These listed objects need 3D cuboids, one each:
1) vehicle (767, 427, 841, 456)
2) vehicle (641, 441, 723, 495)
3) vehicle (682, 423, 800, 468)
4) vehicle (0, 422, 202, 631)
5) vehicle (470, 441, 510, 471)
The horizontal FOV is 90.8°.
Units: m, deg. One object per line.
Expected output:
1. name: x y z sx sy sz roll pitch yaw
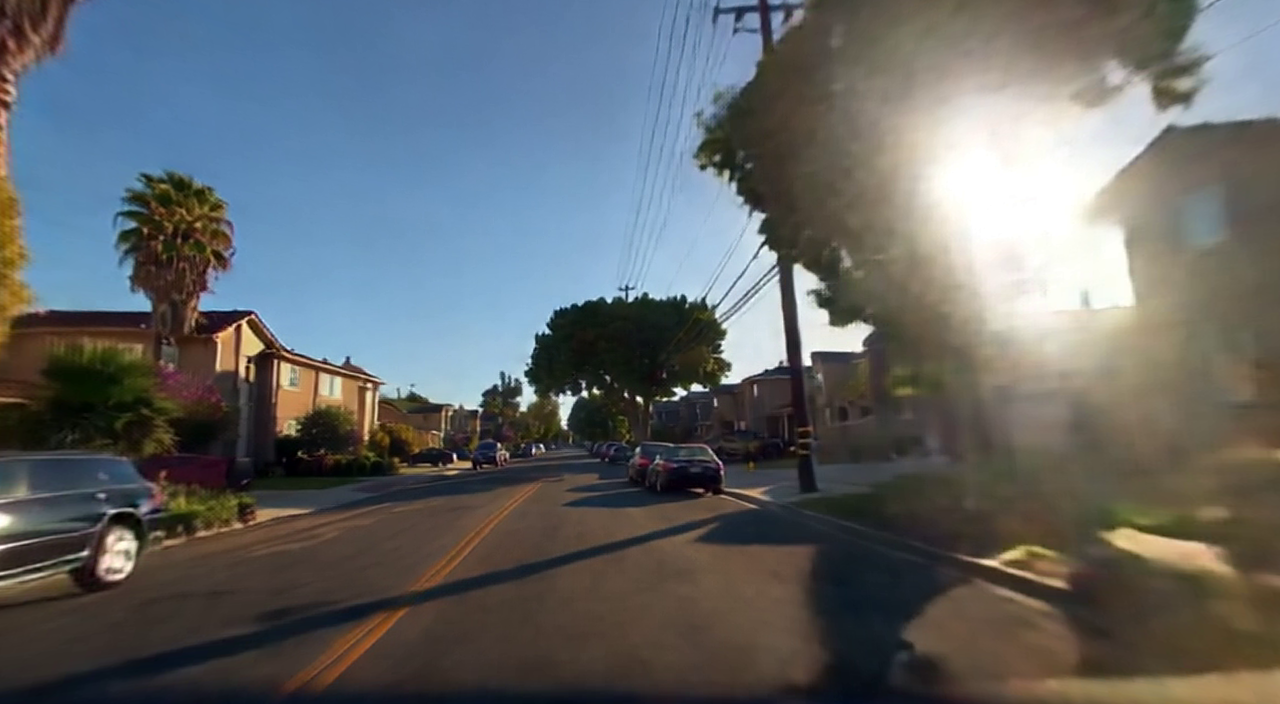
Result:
1. vehicle: 10.904 5.980 42.179 4.219 1.693 2.324 4 -8 -5
2. vehicle: 1.181 3.535 19.642 1.870 1.490 3.802 1 -8 -7
3. vehicle: 5.349 5.069 34.353 5.900 2.328 2.603 0 -8 -1
4. vehicle: -6.792 1.611 5.751 2.410 1.790 4.699 -2 -10 -3
5. vehicle: -10.960 7.702 46.413 2.156 1.932 4.518 -2 -11 -4
